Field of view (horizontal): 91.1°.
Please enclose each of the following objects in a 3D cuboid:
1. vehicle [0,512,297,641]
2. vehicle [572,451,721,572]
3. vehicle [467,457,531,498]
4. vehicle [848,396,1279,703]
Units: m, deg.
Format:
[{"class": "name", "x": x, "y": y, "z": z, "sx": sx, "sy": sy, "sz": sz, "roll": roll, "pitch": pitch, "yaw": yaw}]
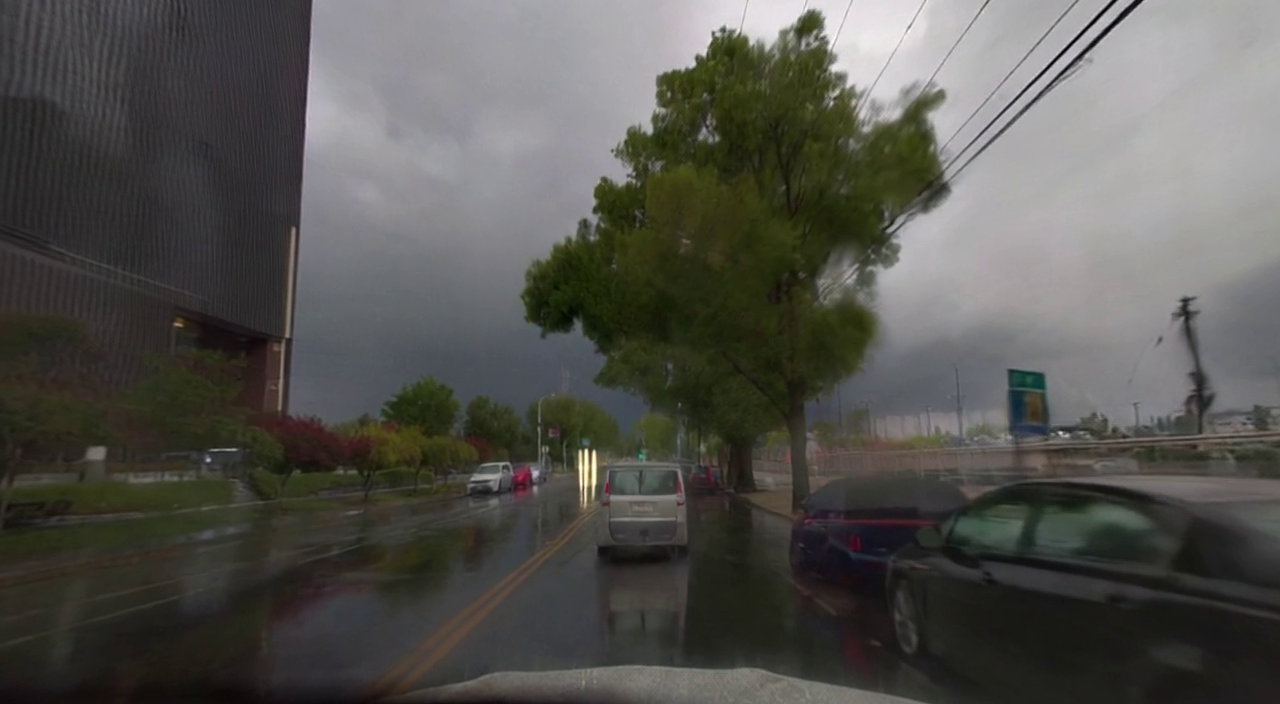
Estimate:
[{"class": "vehicle", "x": -6.851, "y": 2.636, "z": 8.067, "sx": 2.223, "sy": 0.774, "sz": 4.789, "roll": 1, "pitch": -11, "yaw": 0}, {"class": "vehicle", "x": 0.085, "y": 2.512, "z": 10.416, "sx": 2.018, "sy": 1.583, "sz": 3.646, "roll": 1, "pitch": -10, "yaw": 0}, {"class": "vehicle", "x": -6.587, "y": 5.995, "z": 29.809, "sx": 2.024, "sy": 1.654, "sz": 4.396, "roll": -3, "pitch": -12, "yaw": -1}, {"class": "vehicle", "x": 2.669, "y": 1.212, "z": 3.219, "sx": 1.884, "sy": 1.566, "sz": 4.018, "roll": 1, "pitch": -11, "yaw": 1}]
